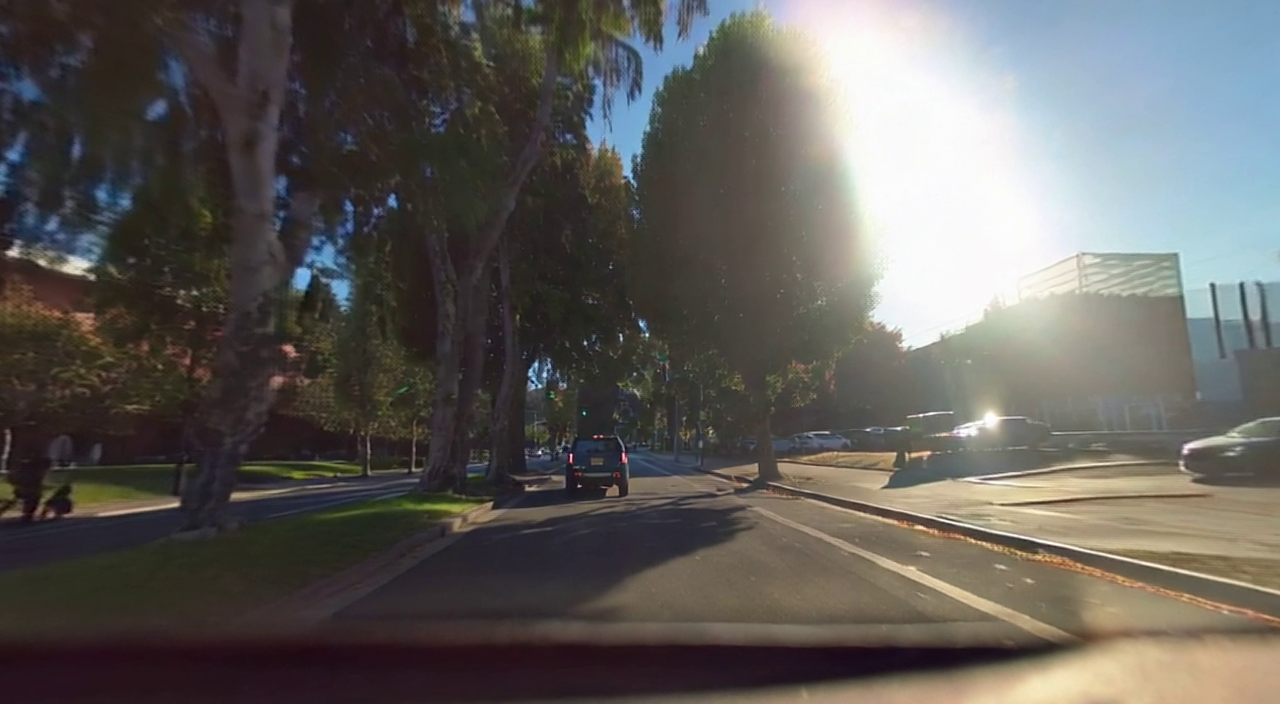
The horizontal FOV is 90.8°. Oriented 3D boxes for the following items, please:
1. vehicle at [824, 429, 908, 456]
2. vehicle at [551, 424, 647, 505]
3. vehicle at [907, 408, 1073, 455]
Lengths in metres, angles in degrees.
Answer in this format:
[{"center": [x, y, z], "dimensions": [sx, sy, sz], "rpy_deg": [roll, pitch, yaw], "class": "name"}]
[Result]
[{"center": [12.445, 5.004, 34.962], "dimensions": [3.895, 1.451, 1.830], "rpy_deg": [1, -9, -4], "class": "vehicle"}, {"center": [-1.013, 2.982, 17.263], "dimensions": [2.157, 1.816, 5.804], "rpy_deg": [0, -8, -2], "class": "vehicle"}, {"center": [12.796, 2.976, 23.364], "dimensions": [4.788, 1.625, 2.319], "rpy_deg": [0, -9, -3], "class": "vehicle"}]
